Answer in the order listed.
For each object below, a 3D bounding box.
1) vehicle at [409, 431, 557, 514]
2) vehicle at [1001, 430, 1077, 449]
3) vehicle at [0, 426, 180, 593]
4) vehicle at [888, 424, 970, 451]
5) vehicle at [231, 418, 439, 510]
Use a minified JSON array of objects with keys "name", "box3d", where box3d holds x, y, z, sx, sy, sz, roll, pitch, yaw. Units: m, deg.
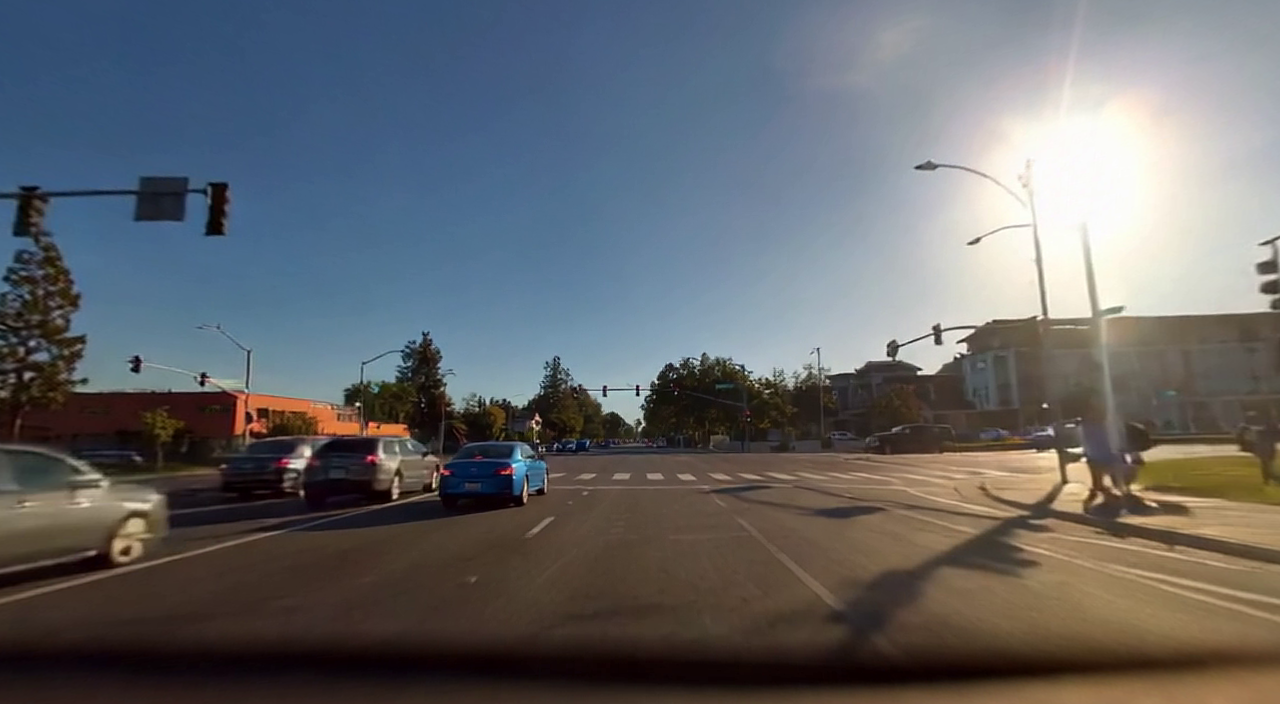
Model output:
[{"name":"vehicle","box3d":[-3.122,2.505,13.577,1.924,1.480,4.421,0,-9,2]},{"name":"vehicle","box3d":[30.639,6.730,48.407,4.627,1.359,1.834,0,-9,-3]},{"name":"vehicle","box3d":[-6.847,1.388,5.430,2.133,1.485,4.681,0,-9,1]},{"name":"vehicle","box3d":[20.559,6.106,44.940,4.707,1.817,2.198,0,-10,-3]},{"name":"vehicle","box3d":[-6.702,2.556,14.788,2.099,1.713,5.402,1,-9,1]}]
